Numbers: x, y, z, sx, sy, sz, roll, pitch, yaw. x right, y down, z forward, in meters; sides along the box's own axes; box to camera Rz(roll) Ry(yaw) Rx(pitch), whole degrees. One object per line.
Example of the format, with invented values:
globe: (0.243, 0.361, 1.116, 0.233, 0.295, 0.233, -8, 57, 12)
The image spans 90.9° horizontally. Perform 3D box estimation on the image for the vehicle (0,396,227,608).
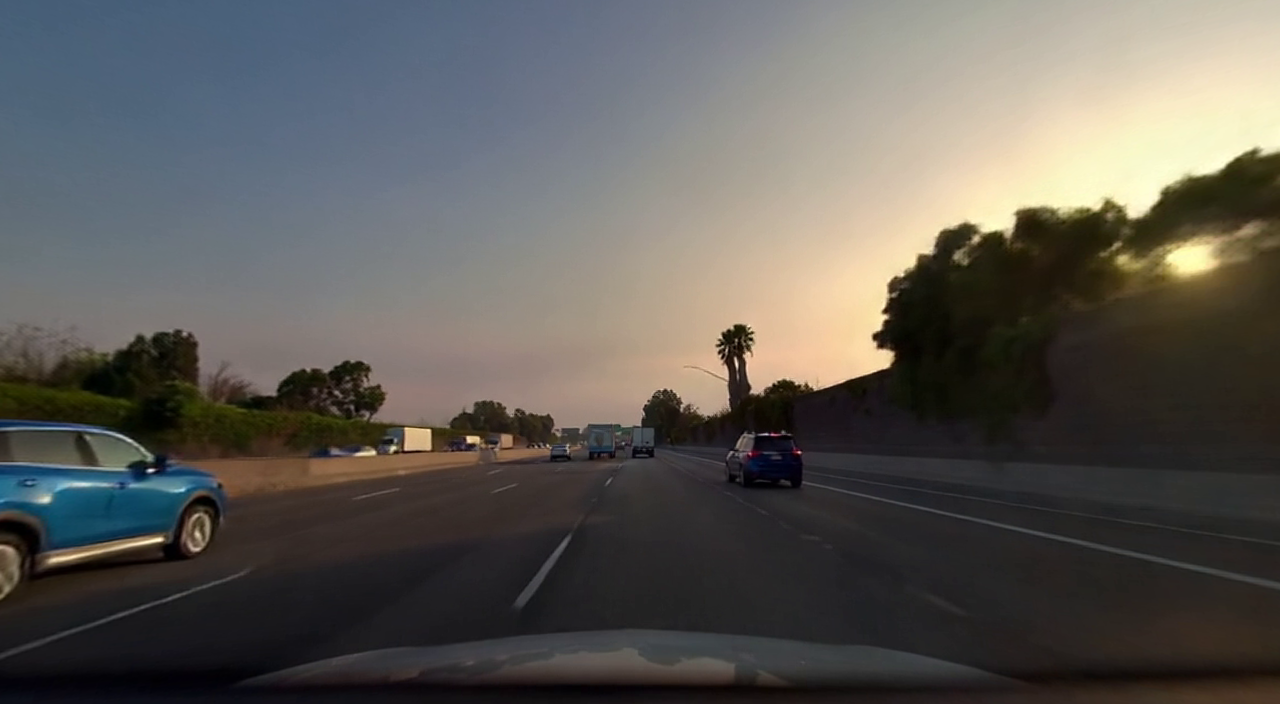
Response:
vehicle: (-6.557, 1.334, 5.740, 2.289, 1.774, 4.871, 0, -8, 0)

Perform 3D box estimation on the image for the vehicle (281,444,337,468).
vehicle: (-20.824, 6.565, 39.848, 1.610, 1.420, 3.474, 0, -8, 1)

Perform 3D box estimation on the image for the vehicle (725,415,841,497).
vehicle: (4.266, 3.219, 19.895, 2.408, 2.210, 4.999, 0, -8, -1)
